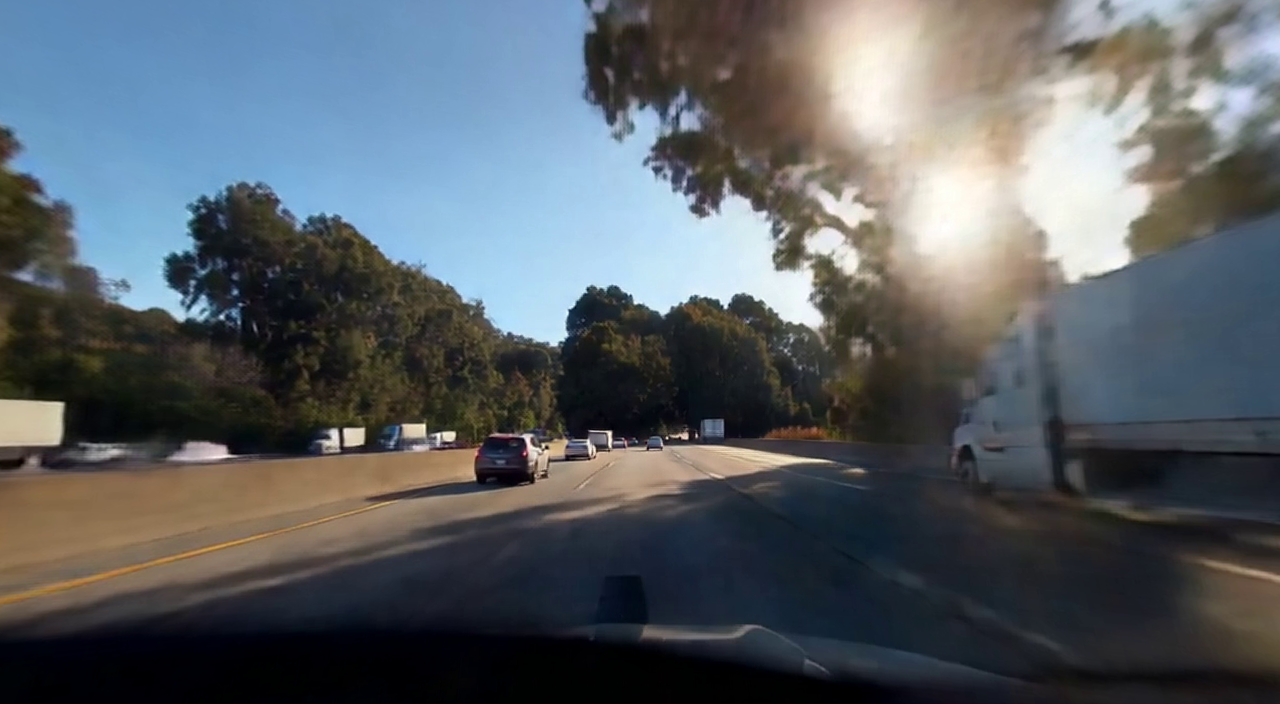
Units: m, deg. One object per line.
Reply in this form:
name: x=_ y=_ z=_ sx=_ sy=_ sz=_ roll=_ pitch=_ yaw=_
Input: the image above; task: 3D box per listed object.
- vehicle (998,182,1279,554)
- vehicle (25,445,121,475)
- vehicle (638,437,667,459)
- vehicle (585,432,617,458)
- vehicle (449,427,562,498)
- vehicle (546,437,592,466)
vehicle: x=8.606 y=-0.085 z=5.082 sx=2.866 sy=4.100 sz=14.057 roll=0 pitch=-8 yaw=-2
vehicle: x=-28.022 y=5.322 z=31.287 sx=1.569 sy=1.354 sz=3.425 roll=0 pitch=-8 yaw=0
vehicle: x=0.857 y=6.879 z=45.334 sx=2.004 sy=1.465 sz=3.842 roll=0 pitch=-8 yaw=0
vehicle: x=-2.856 y=6.930 z=47.003 sx=2.064 sy=1.826 sz=4.263 roll=0 pitch=-8 yaw=1
vehicle: x=-3.377 y=2.849 z=16.761 sx=2.137 sy=1.618 sz=4.209 roll=0 pitch=-8 yaw=-1
vehicle: x=-3.785 y=5.363 z=34.337 sx=2.013 sy=1.460 sz=4.027 roll=0 pitch=-8 yaw=1
